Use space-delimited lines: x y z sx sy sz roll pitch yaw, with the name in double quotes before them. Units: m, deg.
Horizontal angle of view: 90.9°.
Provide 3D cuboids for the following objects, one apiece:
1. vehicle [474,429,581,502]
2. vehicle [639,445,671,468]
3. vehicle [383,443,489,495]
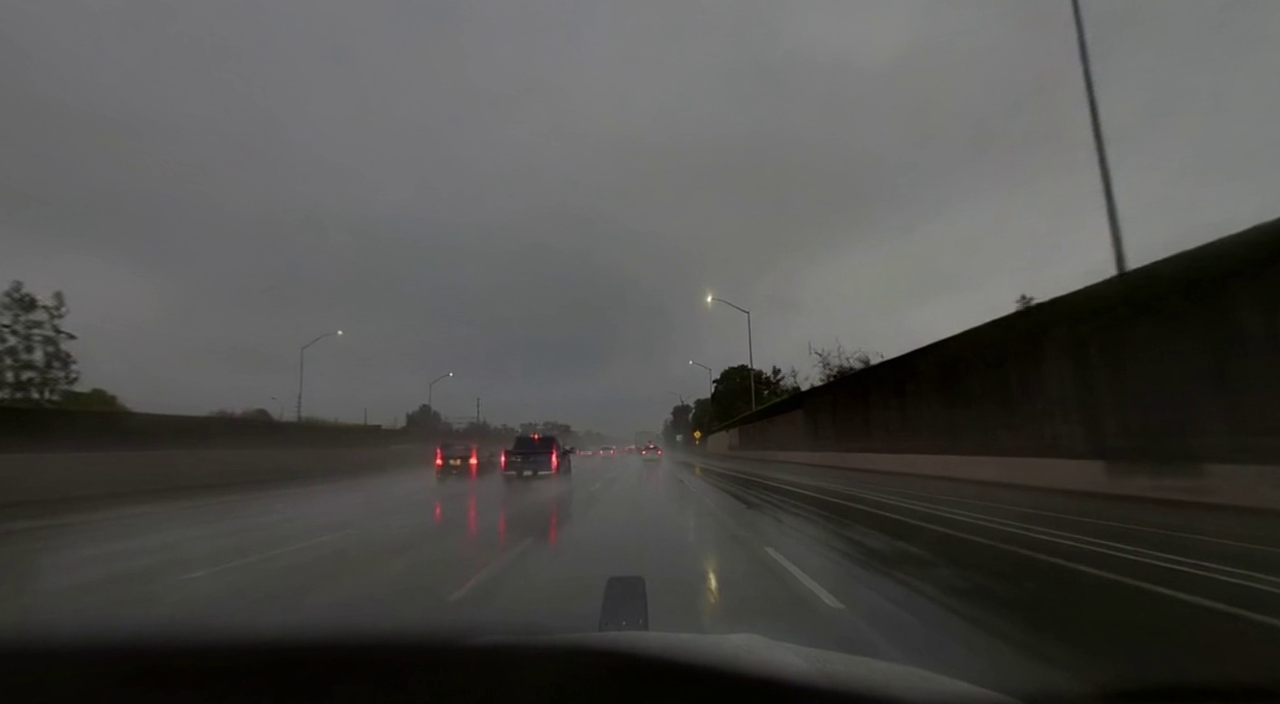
"vehicle" -3.029 3.172 18.156 2.124 1.787 4.830 -1 -8 1
"vehicle" 0.999 7.238 43.992 2.073 1.480 4.343 0 -8 0
"vehicle" -6.370 3.673 20.296 1.887 1.475 4.316 -1 -8 1
